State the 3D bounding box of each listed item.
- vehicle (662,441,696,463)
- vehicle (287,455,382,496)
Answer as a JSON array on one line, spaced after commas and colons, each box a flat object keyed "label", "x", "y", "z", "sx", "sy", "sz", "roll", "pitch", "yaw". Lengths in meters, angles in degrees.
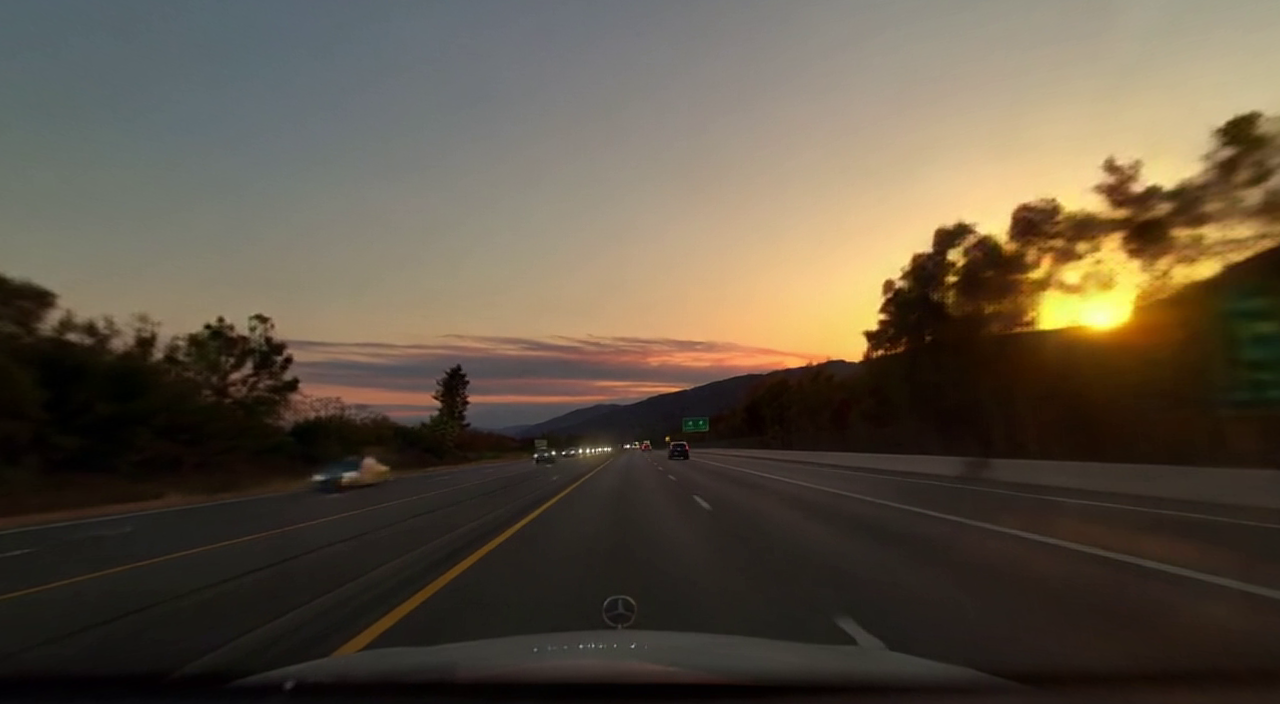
[{"label": "vehicle", "x": 3.103, "y": 7.826, "z": 49.021, "sx": 1.972, "sy": 1.614, "sz": 4.025, "roll": -2, "pitch": -8, "yaw": 13}, {"label": "vehicle", "x": -13.343, "y": 5.382, "z": 27.693, "sx": 1.919, "sy": 1.555, "sz": 4.368, "roll": -1, "pitch": -9, "yaw": 1}]
